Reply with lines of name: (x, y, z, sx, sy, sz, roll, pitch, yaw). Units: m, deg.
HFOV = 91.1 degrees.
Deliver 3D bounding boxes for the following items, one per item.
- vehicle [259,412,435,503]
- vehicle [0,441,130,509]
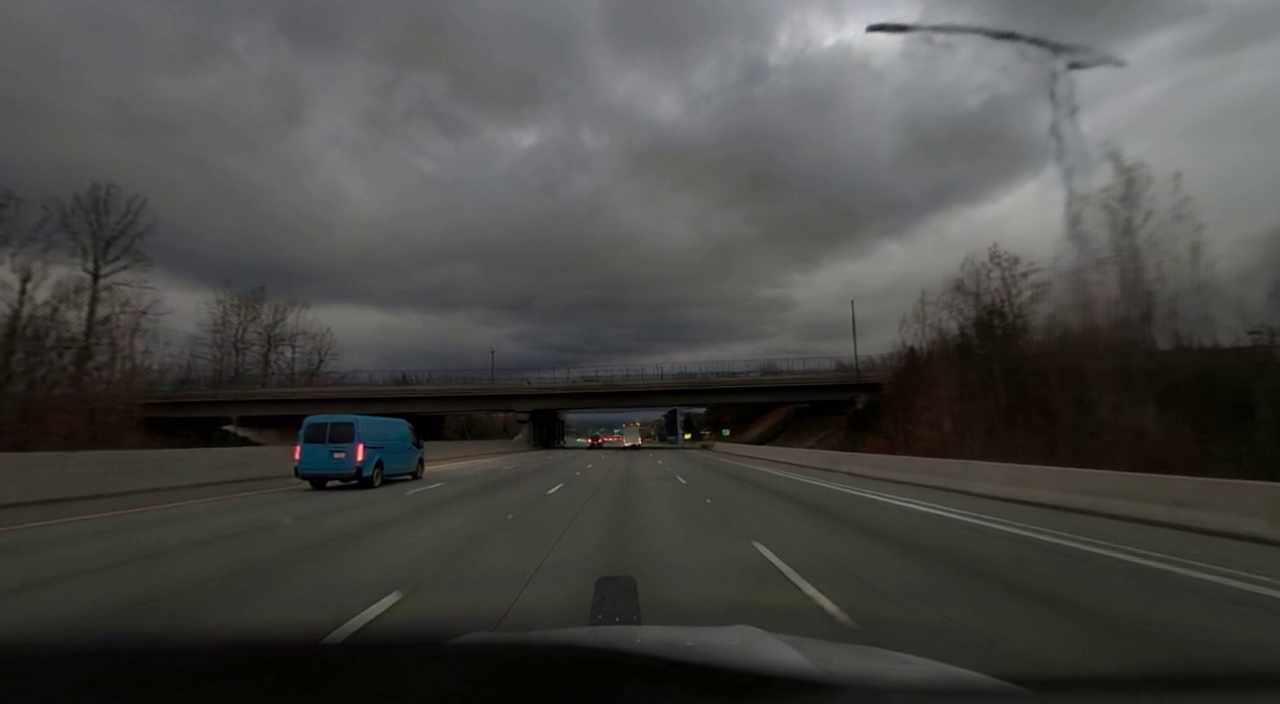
vehicle: (-7.412, 2.715, 16.725, 2.150, 1.996, 5.341, 0, -8, -1)
vehicle: (-15.886, 3.087, 16.210, 1.883, 1.535, 4.353, 0, -8, -1)
